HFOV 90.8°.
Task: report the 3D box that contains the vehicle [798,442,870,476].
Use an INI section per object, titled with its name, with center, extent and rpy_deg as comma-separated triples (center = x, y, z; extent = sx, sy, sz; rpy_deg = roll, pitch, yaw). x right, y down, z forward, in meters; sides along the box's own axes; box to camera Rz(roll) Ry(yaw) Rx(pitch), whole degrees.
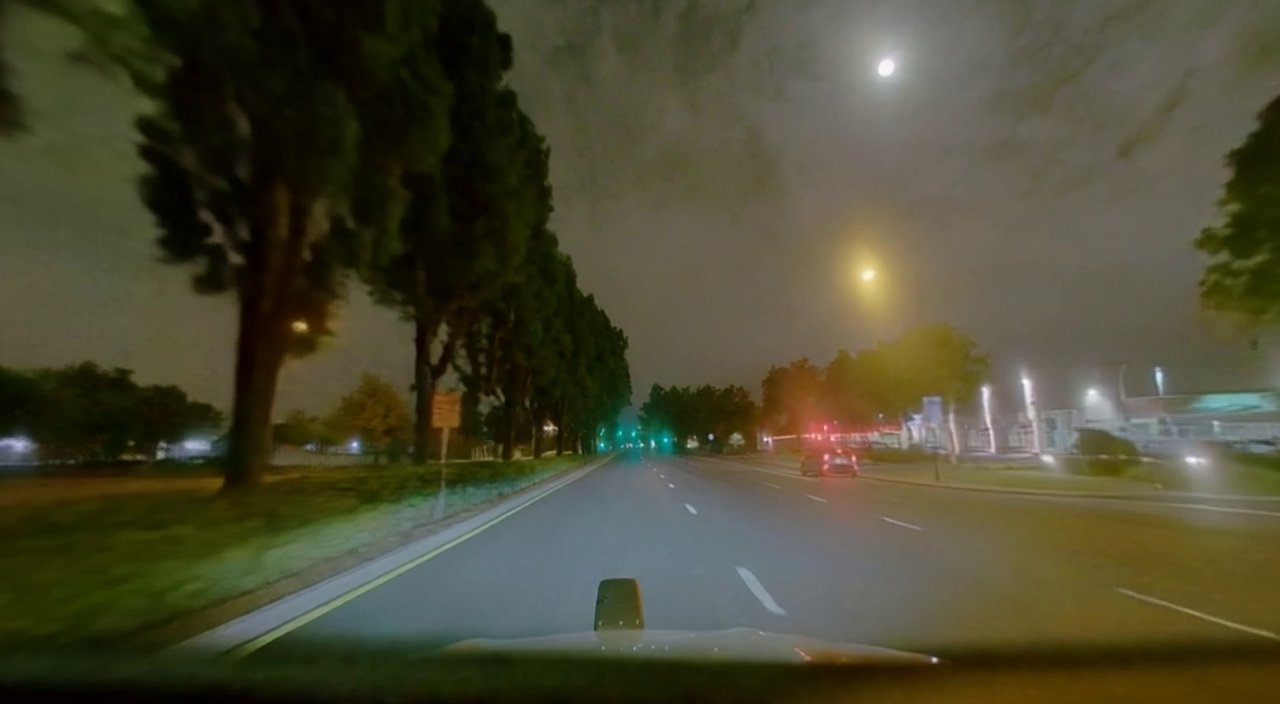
[vehicle]
center = 9.489, 5.272, 31.327
extent = 1.981, 1.557, 4.456
rpy_deg = 1, -9, -3
